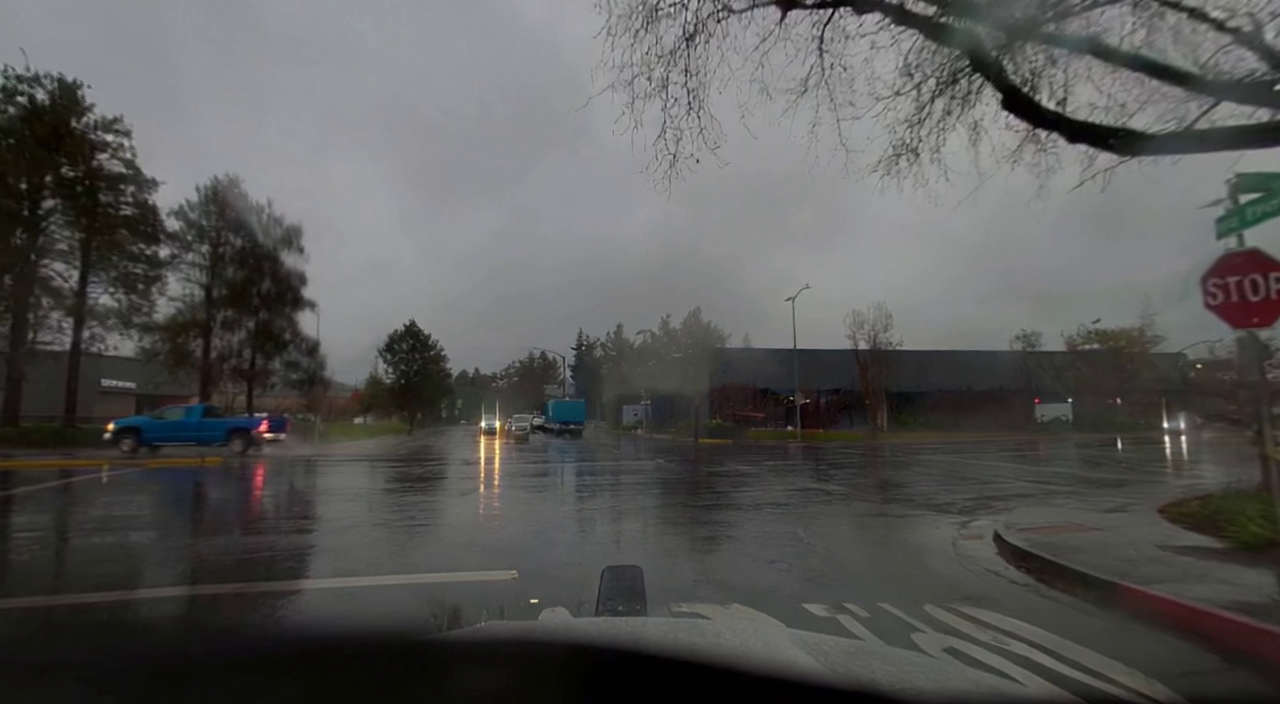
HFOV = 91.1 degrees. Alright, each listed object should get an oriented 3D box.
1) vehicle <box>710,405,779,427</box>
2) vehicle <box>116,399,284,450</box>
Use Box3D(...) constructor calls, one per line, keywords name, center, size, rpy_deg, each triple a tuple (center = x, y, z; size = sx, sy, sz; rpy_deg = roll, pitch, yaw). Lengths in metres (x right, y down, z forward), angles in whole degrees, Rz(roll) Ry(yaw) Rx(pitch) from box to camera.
Box3D(name="vehicle", center=(7.609, 4.706, 45.866), size=(4.674, 1.483, 1.745), rpy_deg=(1, -8, -7))
Box3D(name="vehicle", center=(-17.340, 2.950, 25.072), size=(4.961, 1.876, 2.091), rpy_deg=(2, -9, -15))
